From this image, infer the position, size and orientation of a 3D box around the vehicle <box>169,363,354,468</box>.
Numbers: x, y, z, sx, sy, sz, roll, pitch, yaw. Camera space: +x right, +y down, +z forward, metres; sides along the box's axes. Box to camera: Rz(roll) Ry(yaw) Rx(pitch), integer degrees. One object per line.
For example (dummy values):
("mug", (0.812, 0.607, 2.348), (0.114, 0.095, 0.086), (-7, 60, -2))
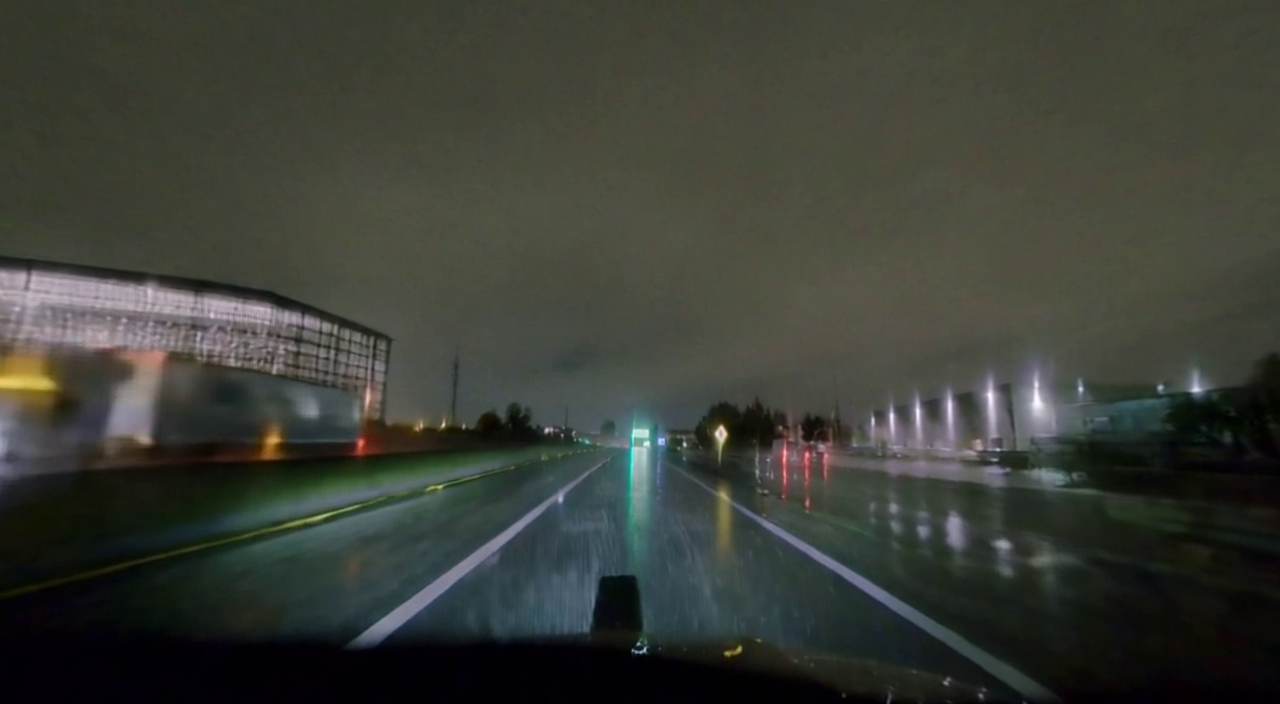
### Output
("vehicle", (-15.820, 2.907, 27.343), (2.815, 3.888, 8.167), (0, -8, 0))

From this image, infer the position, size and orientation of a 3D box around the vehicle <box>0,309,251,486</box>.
("vehicle", (-15.733, 1.564, 17.800), (2.898, 3.893, 10.289), (0, -8, -1))
